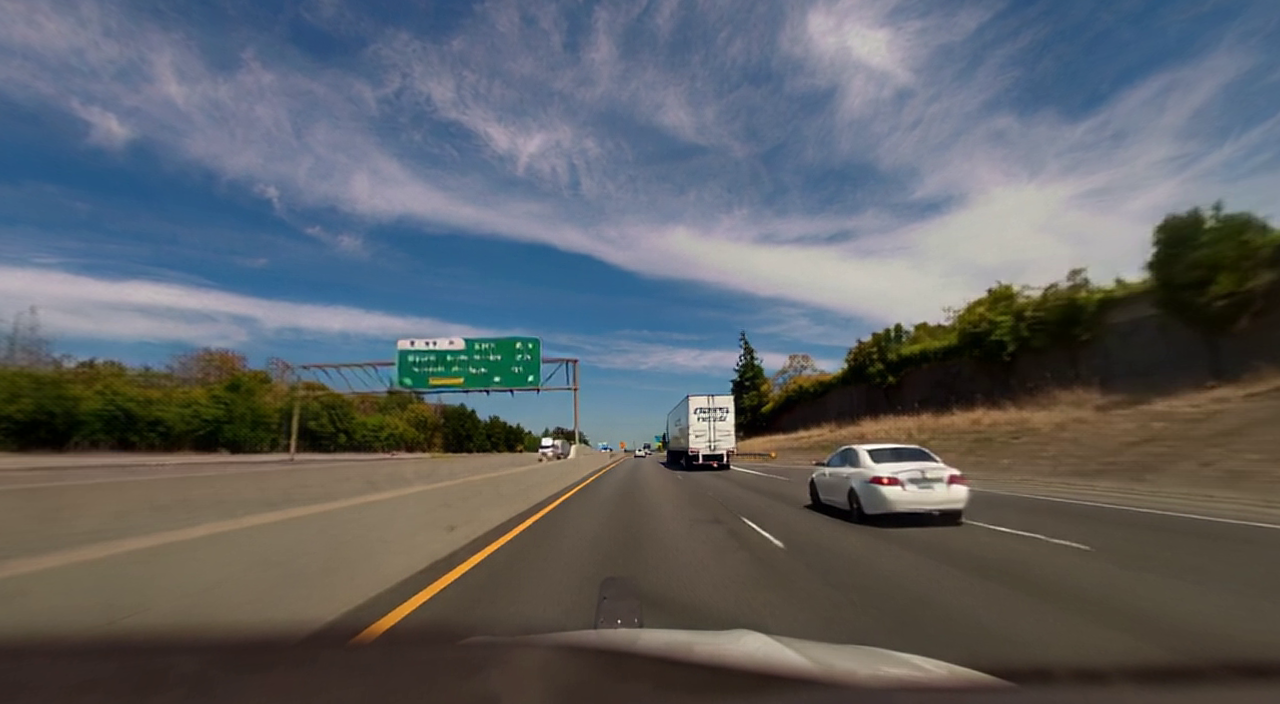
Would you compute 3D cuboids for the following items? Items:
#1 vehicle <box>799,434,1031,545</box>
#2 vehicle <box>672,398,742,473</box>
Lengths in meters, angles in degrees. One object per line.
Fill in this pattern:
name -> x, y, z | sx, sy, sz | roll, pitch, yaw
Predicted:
vehicle -> 4.219, 2.174, 10.546 | 1.917, 1.471, 4.149 | 0, -9, -1
vehicle -> 3.965, 5.642, 41.199 | 2.926, 4.060, 14.068 | 0, -9, 0
